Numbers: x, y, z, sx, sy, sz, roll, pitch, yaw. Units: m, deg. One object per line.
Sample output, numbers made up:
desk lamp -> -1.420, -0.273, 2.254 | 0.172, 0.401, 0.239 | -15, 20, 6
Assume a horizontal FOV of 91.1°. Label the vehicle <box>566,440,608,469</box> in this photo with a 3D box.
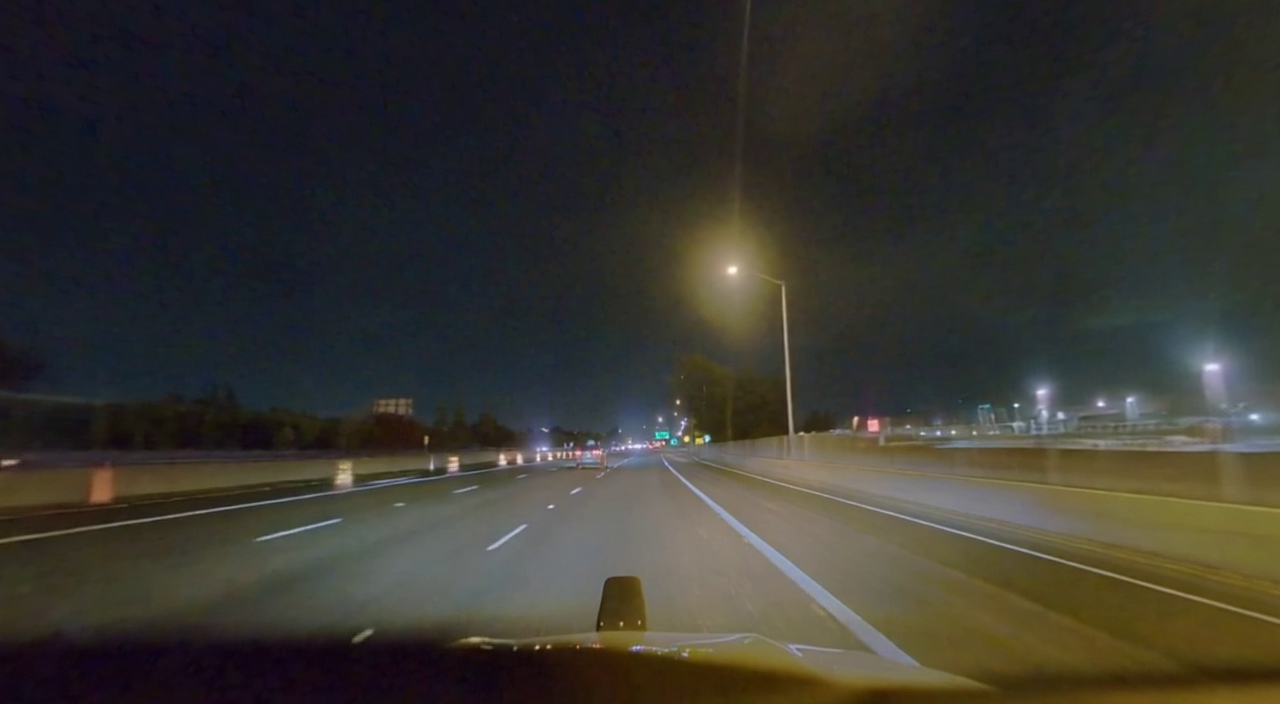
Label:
vehicle -> -3.087, 6.121, 37.610 | 2.078, 1.629, 4.059 | 0, -8, 1
